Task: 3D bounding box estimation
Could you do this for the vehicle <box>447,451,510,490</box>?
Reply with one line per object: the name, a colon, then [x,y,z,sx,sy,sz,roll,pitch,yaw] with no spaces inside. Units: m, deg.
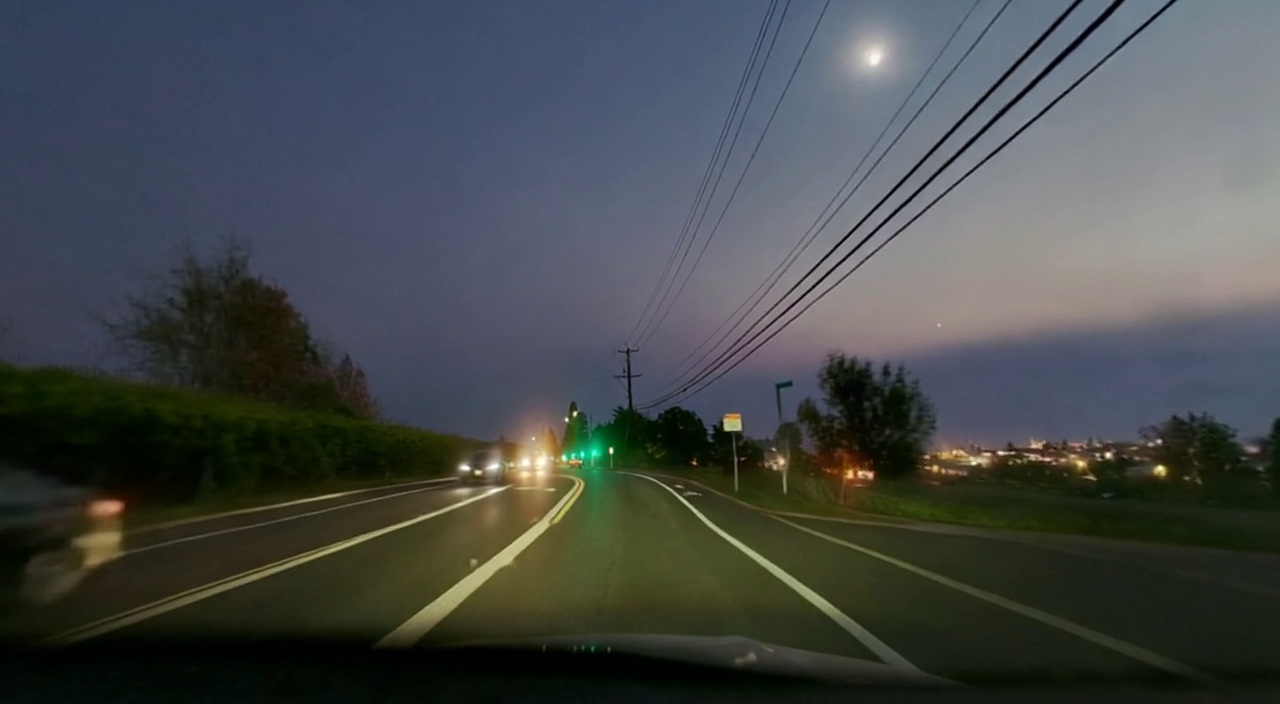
vehicle: [-7.647,5.647,30.394,2.116,1.672,4.438,0,-9,-4]
